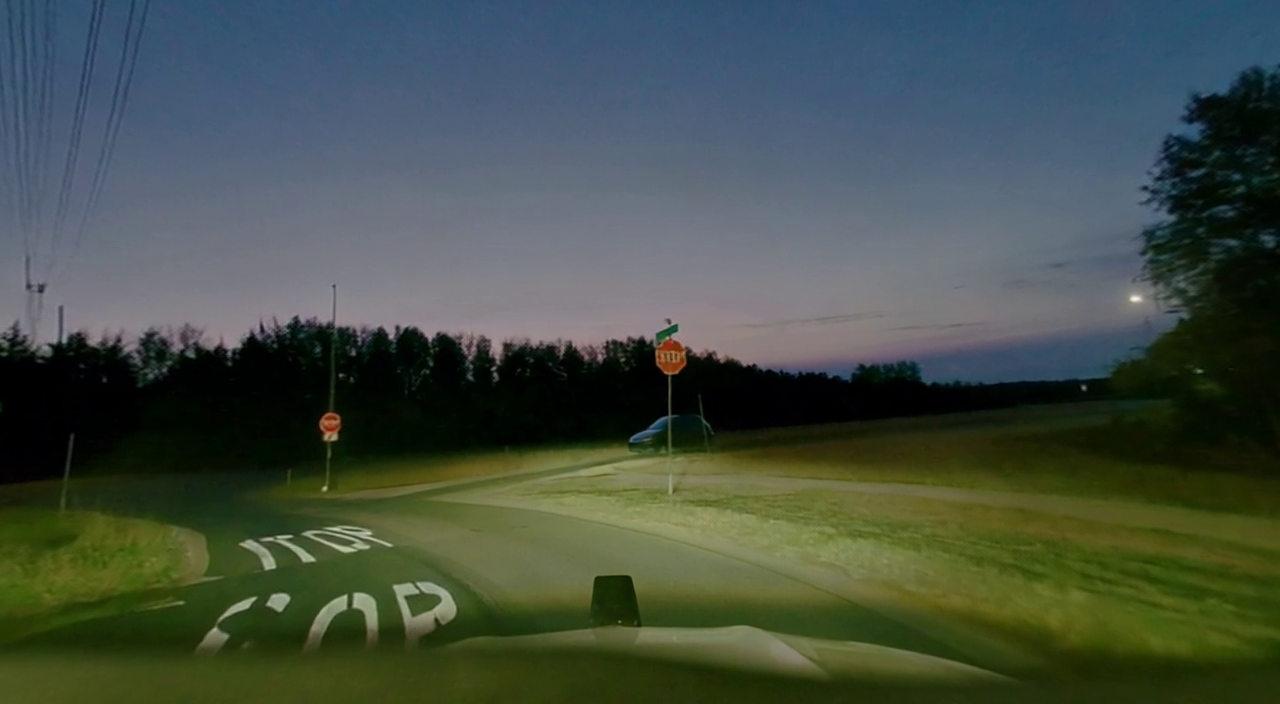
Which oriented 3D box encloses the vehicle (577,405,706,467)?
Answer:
[{"bbox_3d":[0.134,3.039,22.902,4.403,1.574,1.914,-4,-5,-42],"label":"vehicle"}]
